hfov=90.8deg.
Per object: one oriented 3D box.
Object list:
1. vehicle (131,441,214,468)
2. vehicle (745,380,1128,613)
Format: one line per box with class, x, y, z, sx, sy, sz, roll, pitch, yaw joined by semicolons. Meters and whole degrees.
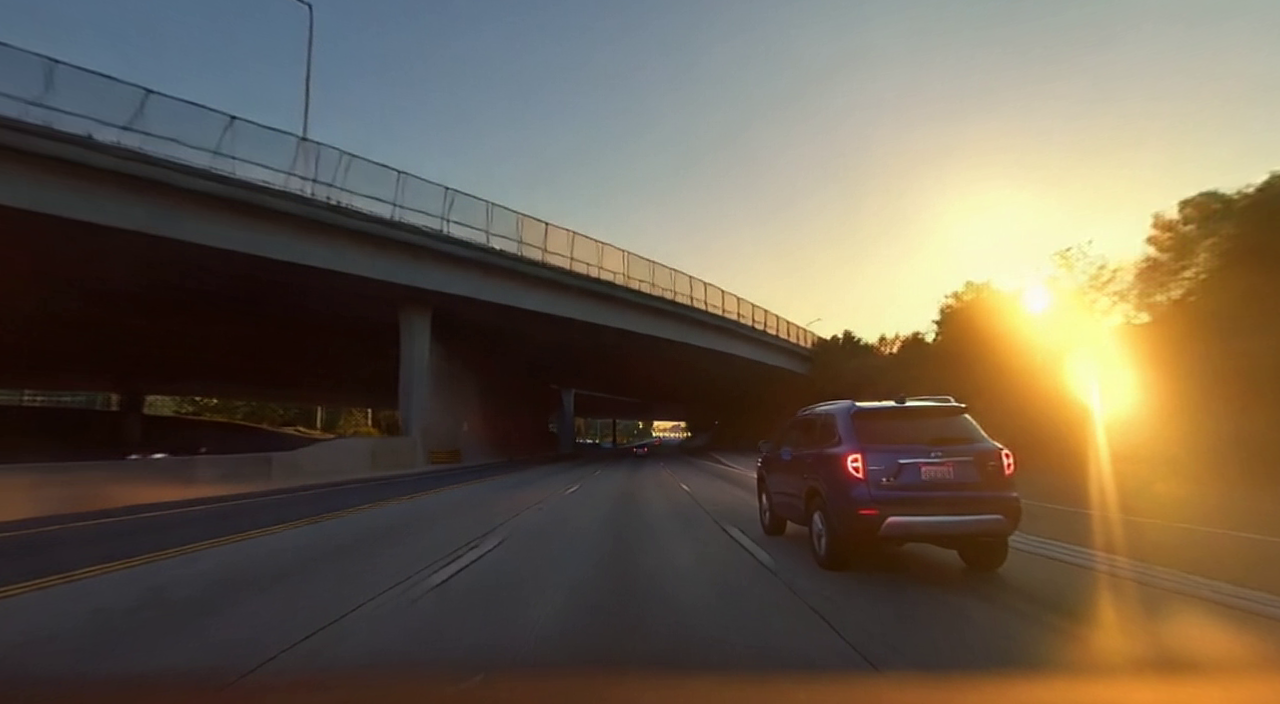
vehicle;-28.797;6.342;39.098;1.866;1.539;4.408;0;-9;-3
vehicle;2.891;1.570;7.797;2.155;1.918;4.945;0;-9;-2
